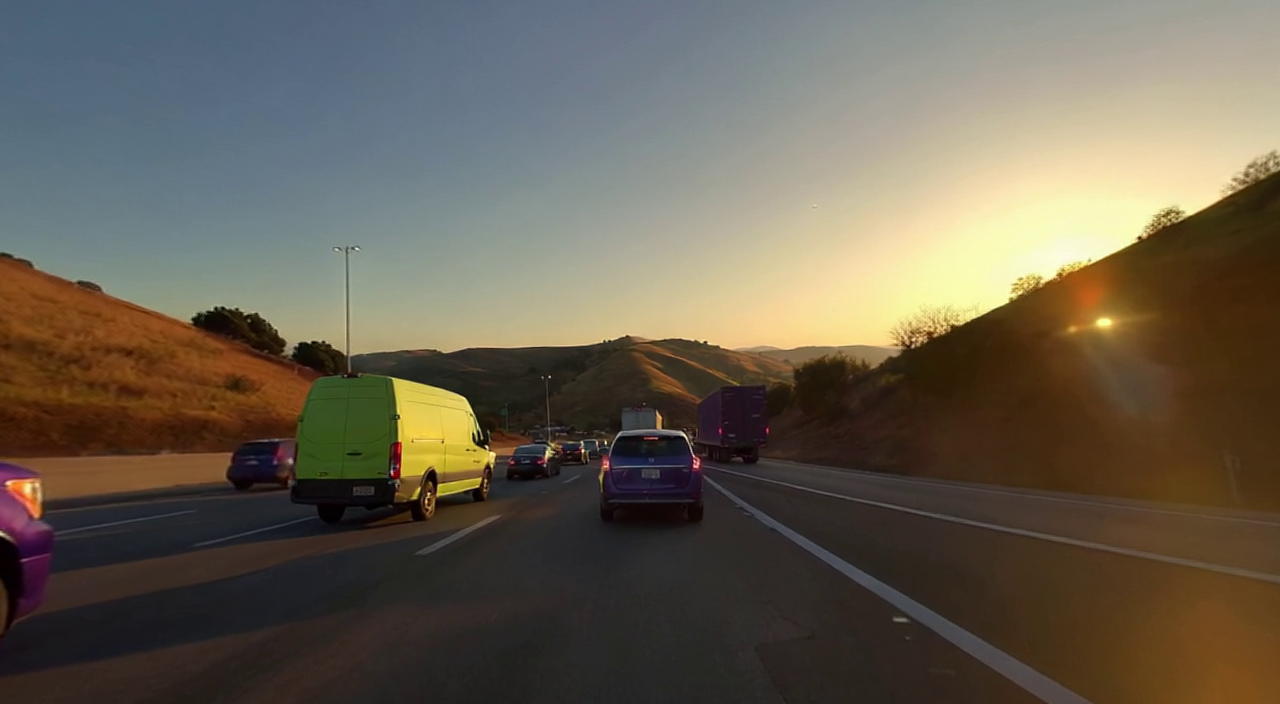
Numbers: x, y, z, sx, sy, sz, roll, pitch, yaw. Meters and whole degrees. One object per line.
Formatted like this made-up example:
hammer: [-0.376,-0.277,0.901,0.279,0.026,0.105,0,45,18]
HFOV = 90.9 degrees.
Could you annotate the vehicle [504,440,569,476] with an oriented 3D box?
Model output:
vehicle: [-4.440,4.627,27.786,2.007,1.457,4.447,0,-8,1]

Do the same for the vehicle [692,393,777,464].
vehicle: [6.387,5.826,46.555,2.989,4.277,16.586,0,-8,-3]

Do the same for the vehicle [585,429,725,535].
vehicle: [0.173,2.161,11.099,2.003,1.499,3.930,0,-8,-1]

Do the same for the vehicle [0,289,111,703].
vehicle: [-4.265,0.425,0.927,2.195,2.086,5.445,0,-8,0]

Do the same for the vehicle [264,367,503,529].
vehicle: [-4.643,1.908,12.779,2.300,2.522,5.701,0,-8,1]
